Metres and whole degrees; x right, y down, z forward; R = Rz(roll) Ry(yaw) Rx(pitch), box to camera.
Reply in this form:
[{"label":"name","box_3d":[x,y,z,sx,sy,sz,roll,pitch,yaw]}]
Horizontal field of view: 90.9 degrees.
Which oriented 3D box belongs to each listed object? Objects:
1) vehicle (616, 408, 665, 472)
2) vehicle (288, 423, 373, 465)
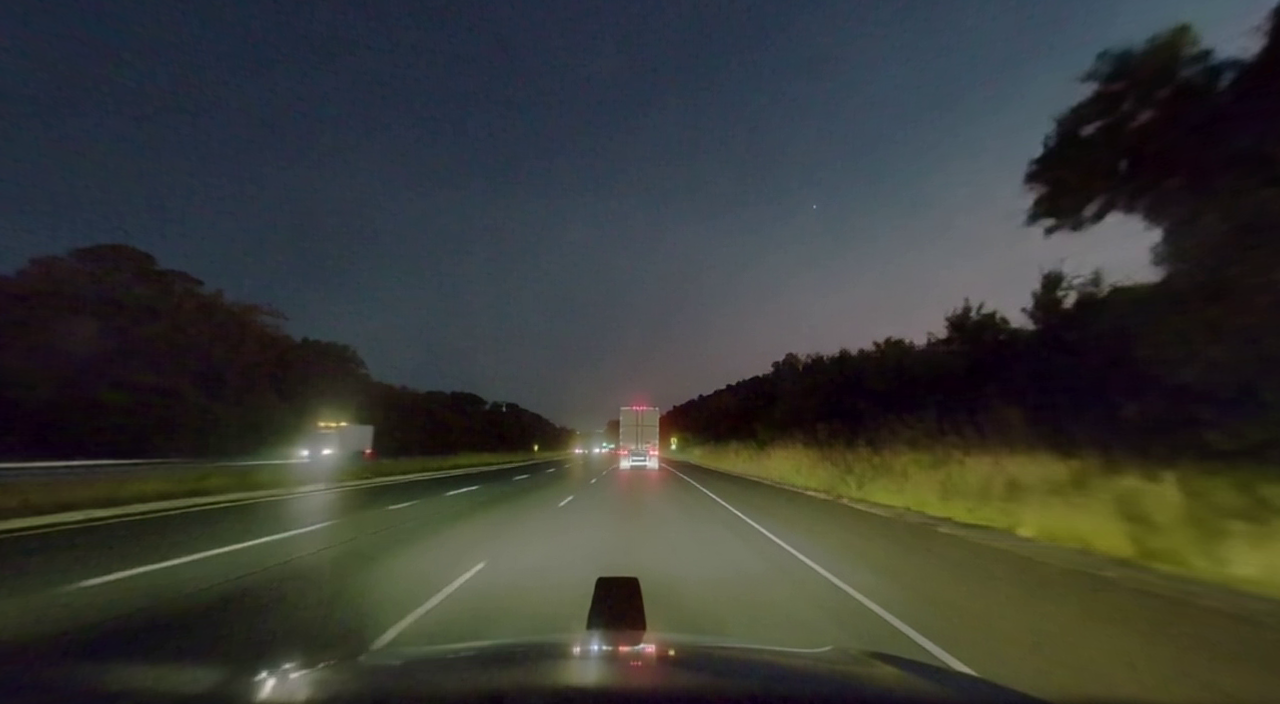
[{"label":"vehicle","box_3d":[0.010,6.254,44.438,2.982,3.947,11.075,0,-9,0]},{"label":"vehicle","box_3d":[-22.823,6.886,46.906,2.525,2.836,7.355,0,-9,0]}]
